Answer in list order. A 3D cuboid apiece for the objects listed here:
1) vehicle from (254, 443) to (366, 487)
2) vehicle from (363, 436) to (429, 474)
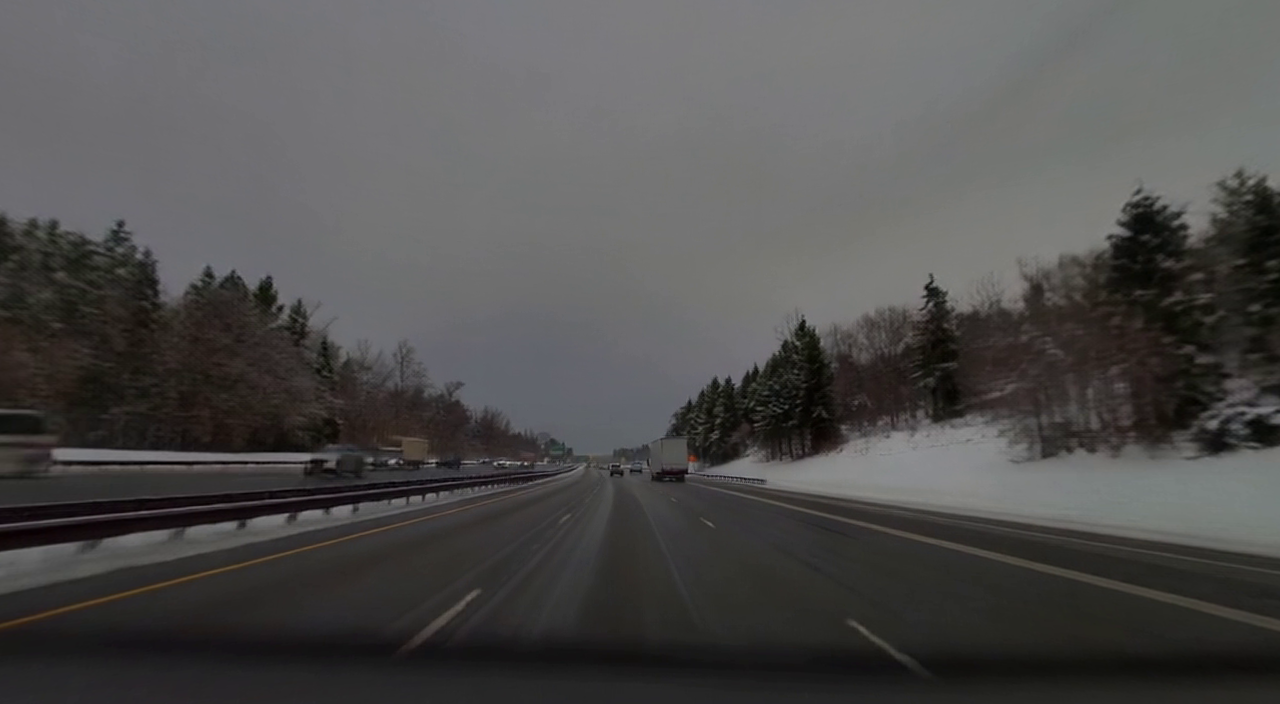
[{"bbox_3d":[-12.265,4.276,23.796,1.858,1.451,4.401,1,-11,-1],"label":"vehicle"},{"bbox_3d":[-16.675,7.175,43.419,2.228,2.396,5.865,1,-11,-1],"label":"vehicle"}]
